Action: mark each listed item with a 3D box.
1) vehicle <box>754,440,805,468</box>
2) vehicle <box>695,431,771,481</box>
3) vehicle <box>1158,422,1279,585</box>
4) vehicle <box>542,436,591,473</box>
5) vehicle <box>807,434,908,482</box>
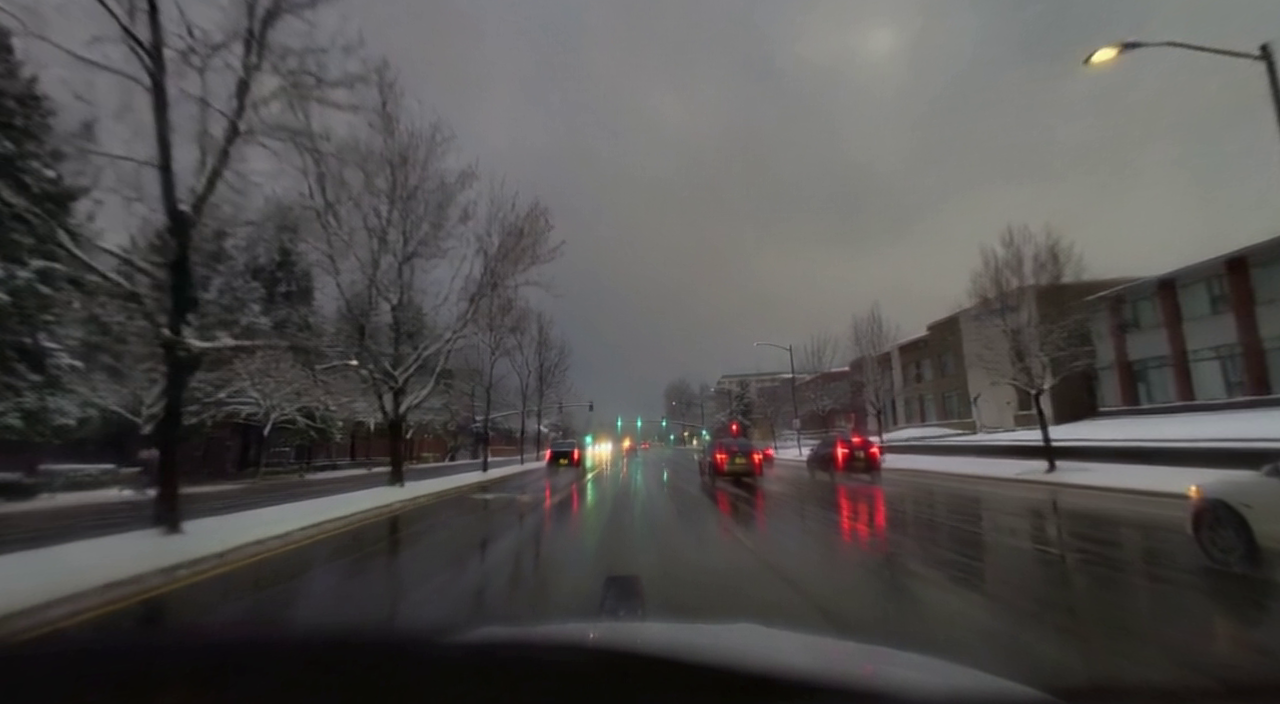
[{"bbox_3d":[7.913,5.842,36.263,1.884,1.478,4.164,-1,-8,-1],"label":"vehicle"},{"bbox_3d":[3.493,4.024,24.694,2.152,1.742,4.704,-1,-8,-1],"label":"vehicle"},{"bbox_3d":[6.673,1.210,4.724,1.830,1.443,4.351,-1,-8,-1],"label":"vehicle"},{"bbox_3d":[-3.784,5.347,33.240,2.155,1.797,3.989,-1,-8,0],"label":"vehicle"},{"bbox_3d":[7.767,3.819,23.076,1.944,1.503,4.723,-1,-8,-1],"label":"vehicle"}]
